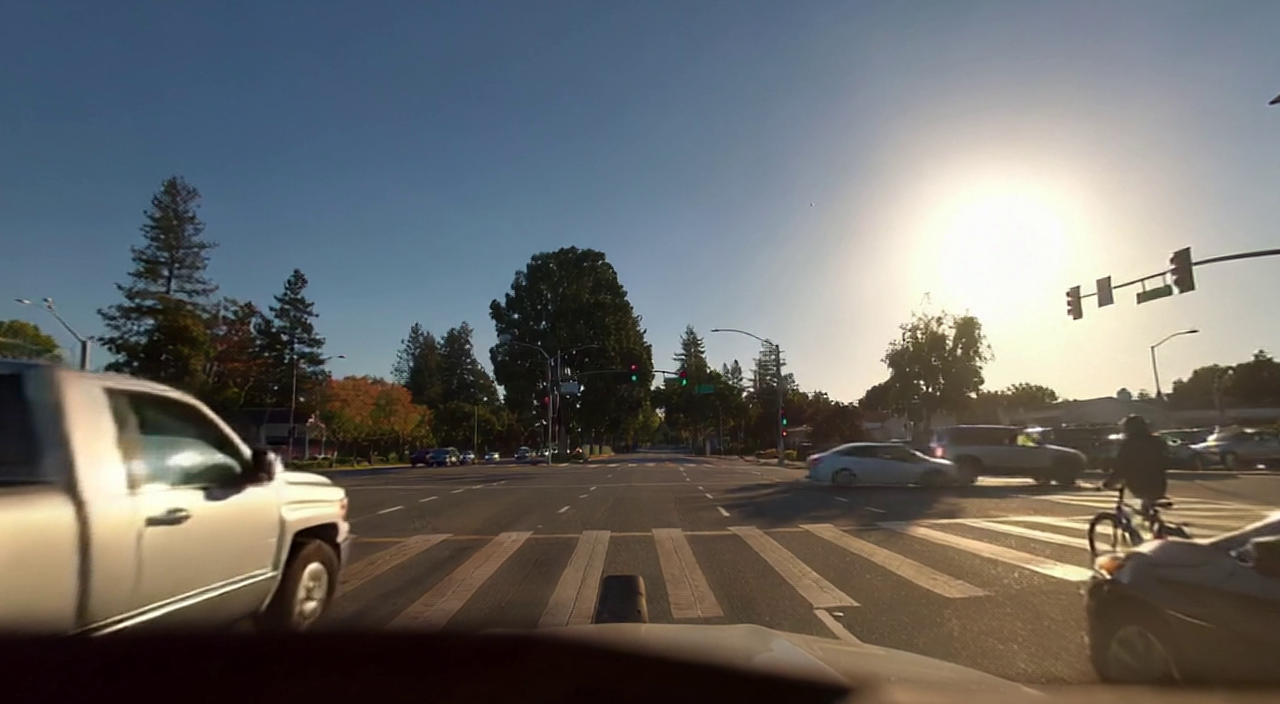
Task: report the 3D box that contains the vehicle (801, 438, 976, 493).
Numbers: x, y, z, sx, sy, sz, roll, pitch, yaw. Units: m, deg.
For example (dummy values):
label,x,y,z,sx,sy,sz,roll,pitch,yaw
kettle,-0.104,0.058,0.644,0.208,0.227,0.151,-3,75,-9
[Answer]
label,x,y,z,sx,sy,sz,roll,pitch,yaw
vehicle,6.519,2.970,16.753,4.050,1.304,1.921,-3,-9,21

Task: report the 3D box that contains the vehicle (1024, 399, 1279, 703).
label,x,y,z,sx,sy,sz,roll,pitch,yaw
vehicle,3.093,0.758,1.165,1.990,1.454,4.490,0,-8,1

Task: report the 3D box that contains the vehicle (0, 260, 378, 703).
label,x,y,z,sx,sy,sz,roll,pitch,yaw
vehicle,-3.252,0.714,2.519,2.231,1.898,4.985,0,-8,0
